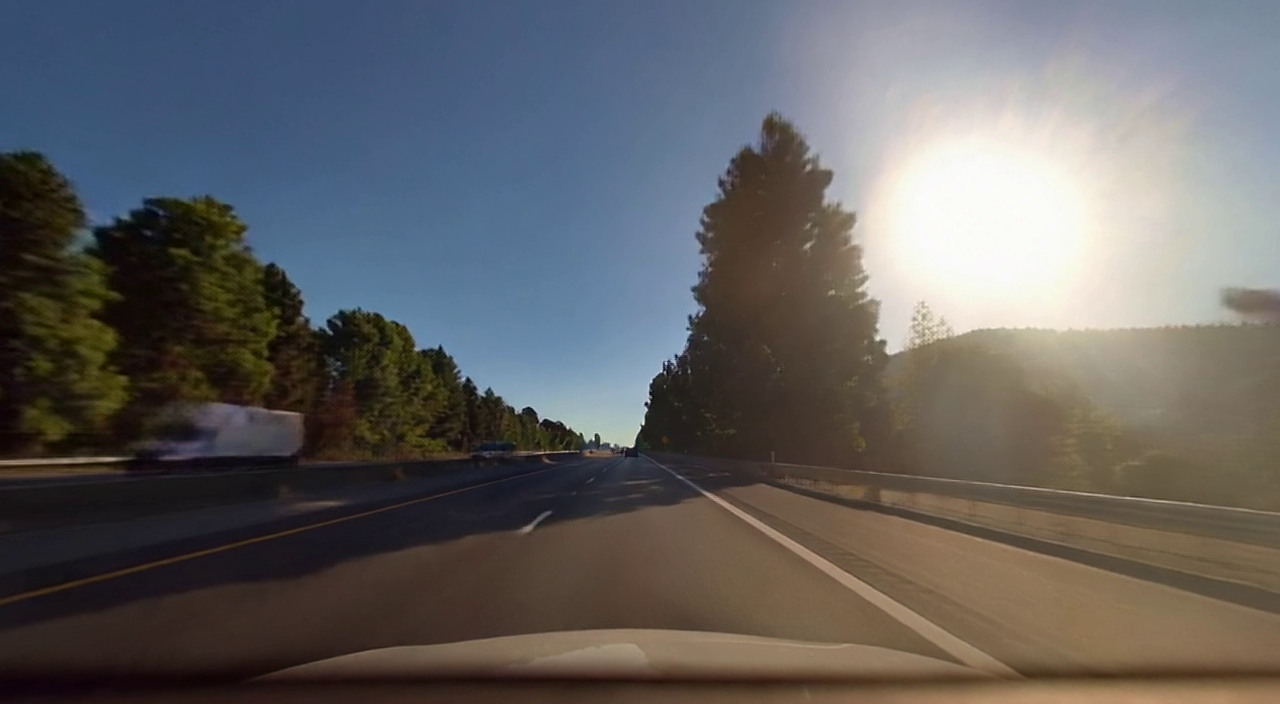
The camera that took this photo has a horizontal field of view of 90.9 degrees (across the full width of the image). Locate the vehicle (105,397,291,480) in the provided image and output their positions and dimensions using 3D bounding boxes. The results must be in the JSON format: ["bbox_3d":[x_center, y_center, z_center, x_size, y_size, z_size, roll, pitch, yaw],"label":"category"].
[{"bbox_3d":[-16.269,3.320,23.861,2.441,2.701,6.215,0,-9,0],"label":"vehicle"}]
